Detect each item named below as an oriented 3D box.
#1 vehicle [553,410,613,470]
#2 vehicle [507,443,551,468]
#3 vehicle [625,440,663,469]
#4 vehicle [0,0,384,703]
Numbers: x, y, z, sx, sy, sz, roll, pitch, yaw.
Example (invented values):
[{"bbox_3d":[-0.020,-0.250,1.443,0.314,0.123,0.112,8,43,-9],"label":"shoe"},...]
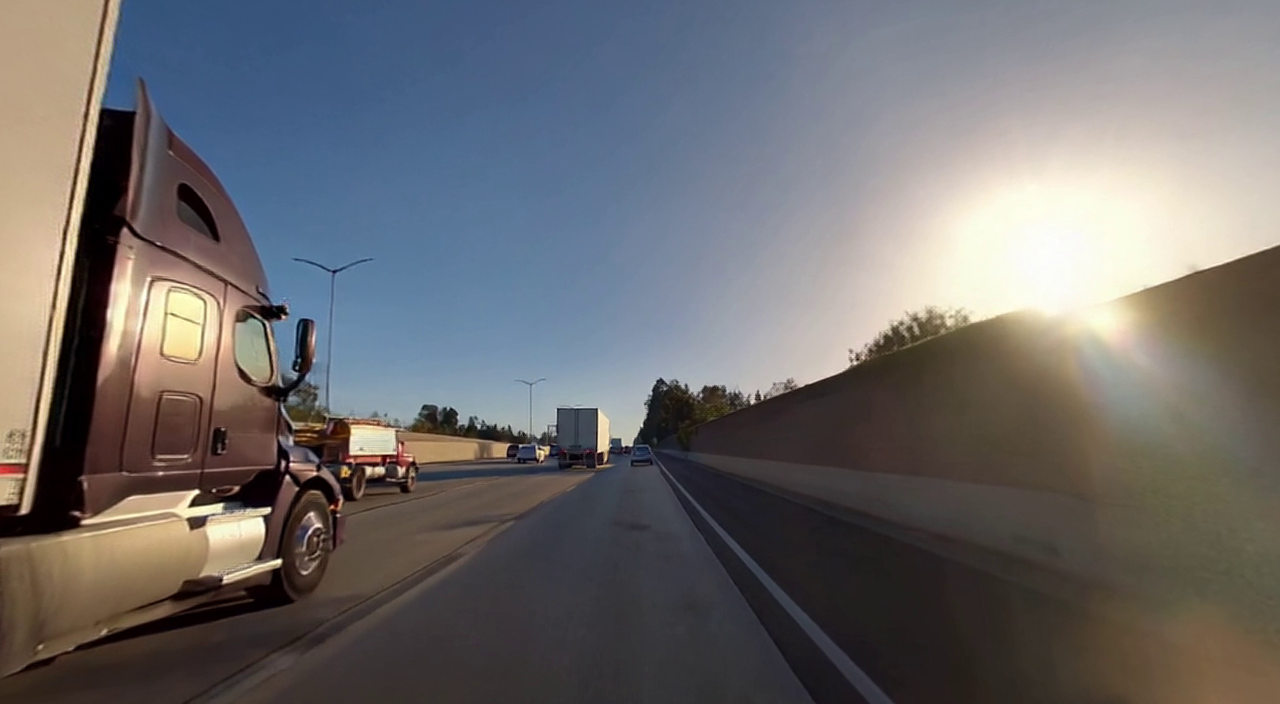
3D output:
[{"bbox_3d":[-3.392,5.614,39.926,2.956,3.331,9.575,0,-8,0],"label":"vehicle"},{"bbox_3d":[-7.047,6.609,40.281,1.962,1.489,4.002,-1,-9,2],"label":"vehicle"},{"bbox_3d":[0.255,6.055,37.394,2.178,1.640,4.071,0,-9,1],"label":"vehicle"},{"bbox_3d":[-3.653,-0.094,0.241,3.025,3.266,9.256,0,-9,1],"label":"vehicle"}]
